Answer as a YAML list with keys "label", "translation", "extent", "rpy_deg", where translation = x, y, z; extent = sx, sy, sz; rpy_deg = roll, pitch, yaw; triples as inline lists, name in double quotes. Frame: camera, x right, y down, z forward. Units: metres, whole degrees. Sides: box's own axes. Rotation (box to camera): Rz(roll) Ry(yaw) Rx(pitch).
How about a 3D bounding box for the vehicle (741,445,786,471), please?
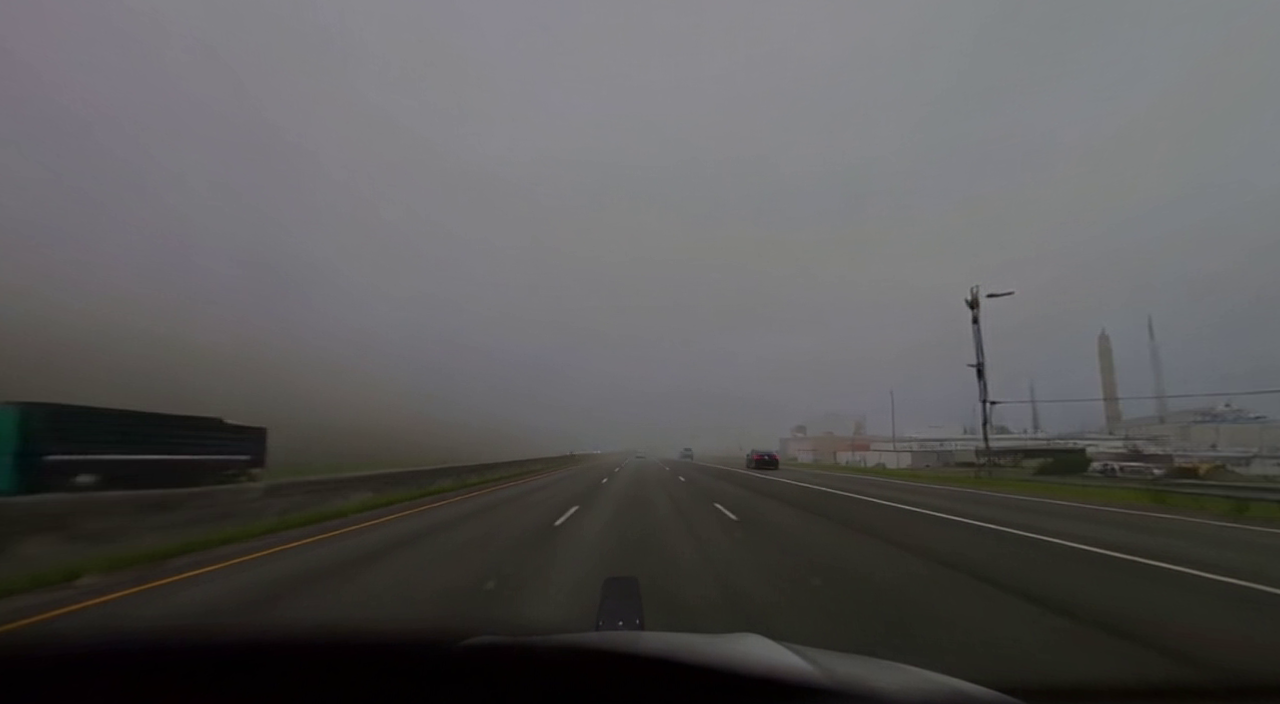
- label: "vehicle"
  translation: [7.537, 6.518, 38.882]
  extent: [1.923, 1.516, 3.815]
  rpy_deg: [0, -9, -1]
